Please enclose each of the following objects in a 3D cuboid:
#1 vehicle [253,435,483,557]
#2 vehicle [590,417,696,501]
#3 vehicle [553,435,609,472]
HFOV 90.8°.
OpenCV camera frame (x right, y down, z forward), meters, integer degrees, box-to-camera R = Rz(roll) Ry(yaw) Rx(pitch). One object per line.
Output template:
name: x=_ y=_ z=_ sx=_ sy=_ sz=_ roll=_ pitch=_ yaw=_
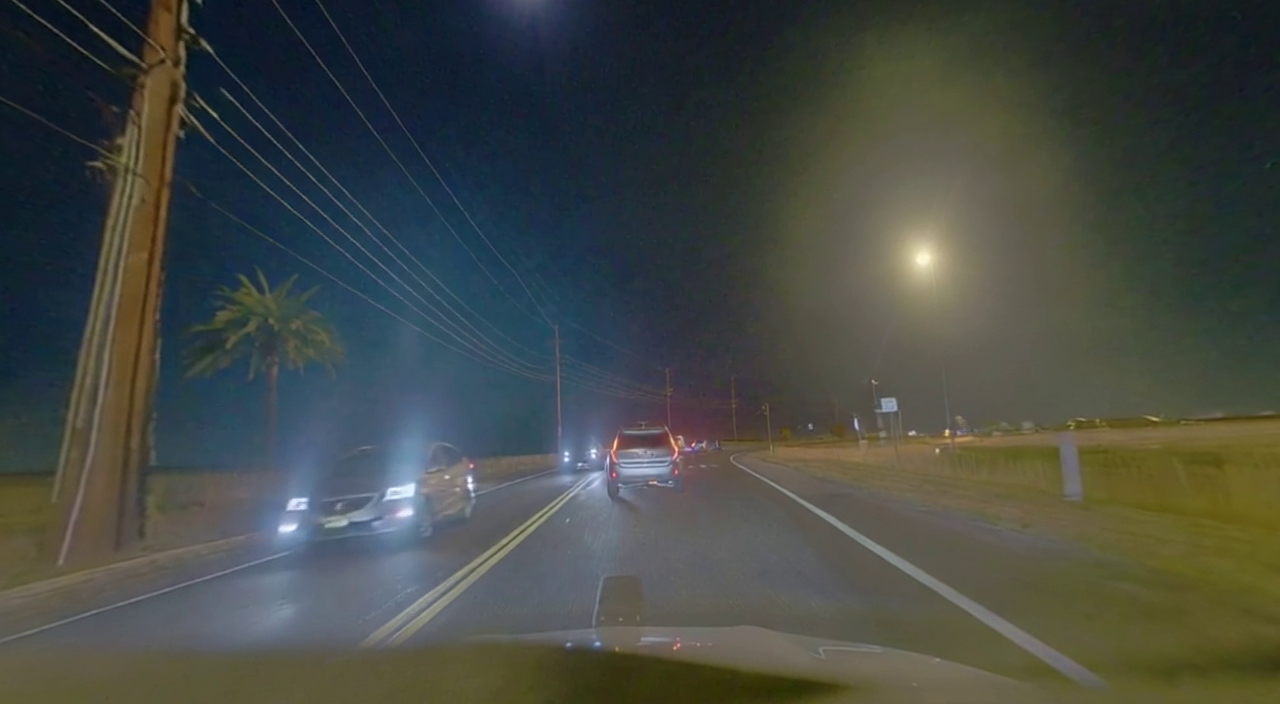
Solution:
vehicle: x=-4.124 y=2.223 z=10.407 sx=2.079 sy=1.606 sz=3.775 roll=0 pitch=-9 yaw=0
vehicle: x=0.031 y=2.726 z=16.365 sx=2.364 sy=1.859 sz=4.538 roll=0 pitch=-9 yaw=-1
vehicle: x=-3.255 y=5.796 z=36.197 sx=2.237 sy=1.878 sz=5.739 roll=-1 pitch=-9 yaw=5
